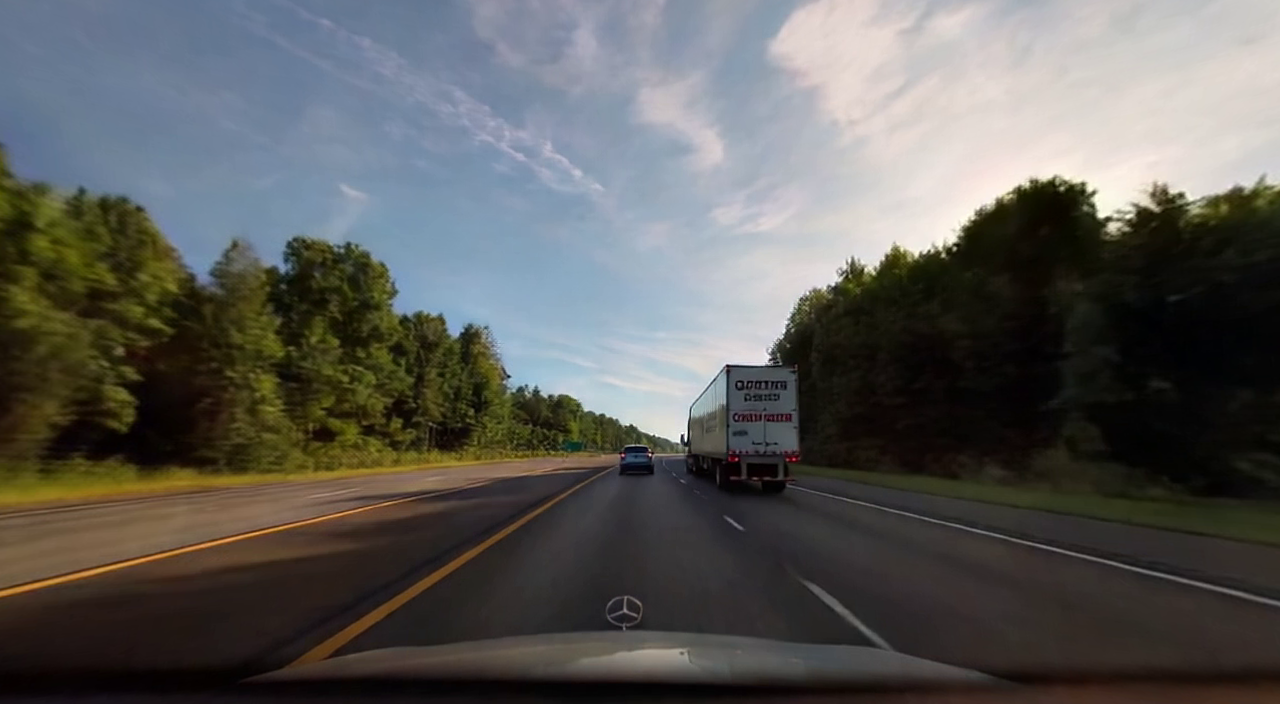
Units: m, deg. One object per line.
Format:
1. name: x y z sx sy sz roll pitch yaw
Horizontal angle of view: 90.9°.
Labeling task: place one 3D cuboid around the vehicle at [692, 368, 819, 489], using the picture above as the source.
1. vehicle: 4.476 3.681 28.481 2.909 4.074 14.457 0 -9 0

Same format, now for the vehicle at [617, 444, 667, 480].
1. vehicle: 0.065 4.914 28.243 2.074 1.475 3.960 0 -9 0
